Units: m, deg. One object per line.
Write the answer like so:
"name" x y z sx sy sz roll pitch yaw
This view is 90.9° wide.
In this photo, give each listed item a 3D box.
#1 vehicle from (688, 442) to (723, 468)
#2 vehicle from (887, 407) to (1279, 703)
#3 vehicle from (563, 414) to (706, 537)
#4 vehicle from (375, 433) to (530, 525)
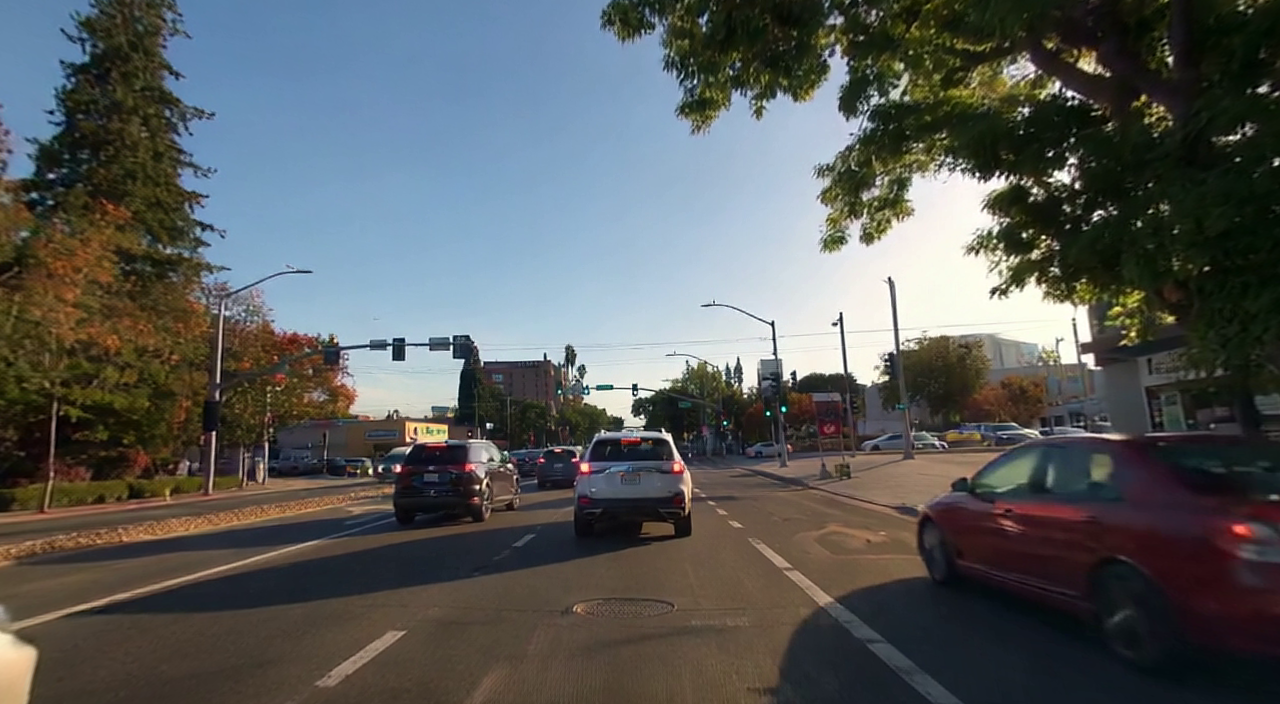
"vehicle" 4.057 6.466 39.703 1.878 1.526 4.736 0 -8 2
"vehicle" 3.745 1.261 4.676 1.986 1.457 4.566 0 -8 0
"vehicle" -0.057 2.079 11.212 2.075 1.770 4.018 0 -8 1
"vehicle" -3.713 2.575 13.398 1.886 1.599 4.247 0 -8 1
